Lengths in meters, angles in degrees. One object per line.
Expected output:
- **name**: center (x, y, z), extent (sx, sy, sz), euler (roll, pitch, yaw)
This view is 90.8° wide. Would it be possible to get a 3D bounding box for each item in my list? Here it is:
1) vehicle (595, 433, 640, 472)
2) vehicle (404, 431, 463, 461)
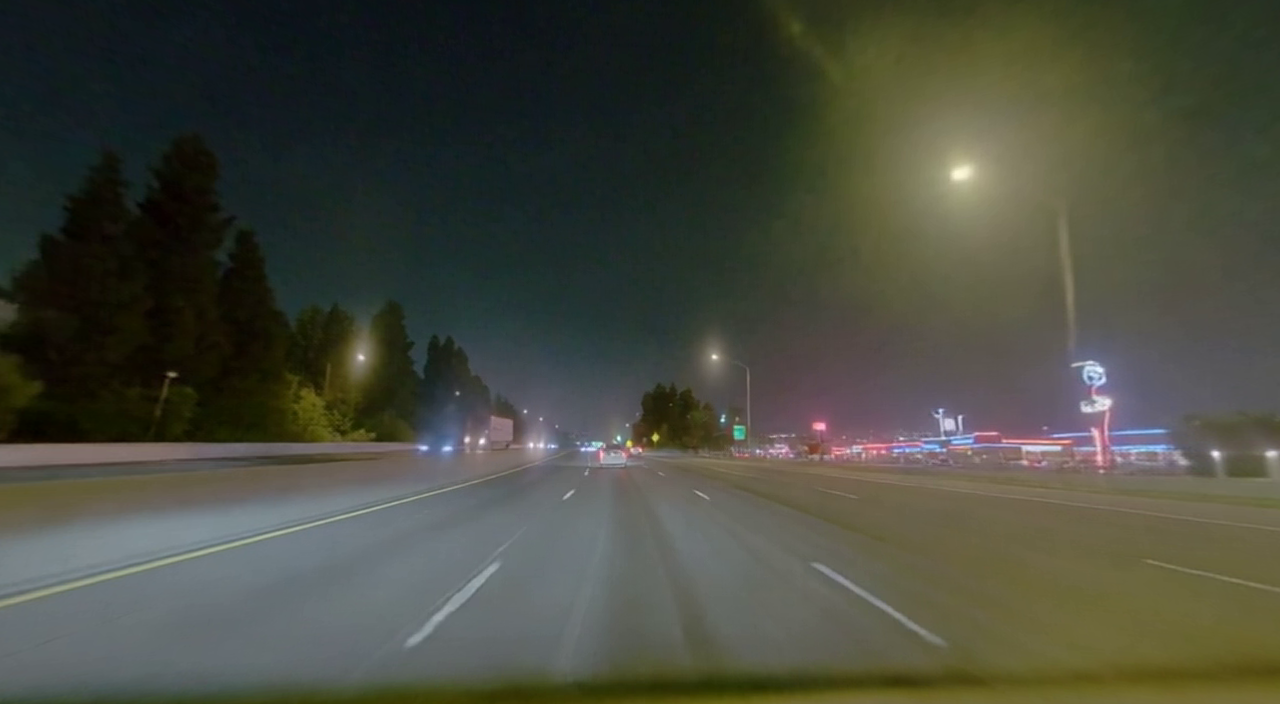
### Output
- **vehicle**: center (-1.242, 5.248, 33.042), extent (2.155, 1.856, 4.796), euler (0, -9, -3)
- **vehicle**: center (-12.533, 5.783, 38.701), extent (2.089, 1.685, 4.849), euler (0, -9, -2)
